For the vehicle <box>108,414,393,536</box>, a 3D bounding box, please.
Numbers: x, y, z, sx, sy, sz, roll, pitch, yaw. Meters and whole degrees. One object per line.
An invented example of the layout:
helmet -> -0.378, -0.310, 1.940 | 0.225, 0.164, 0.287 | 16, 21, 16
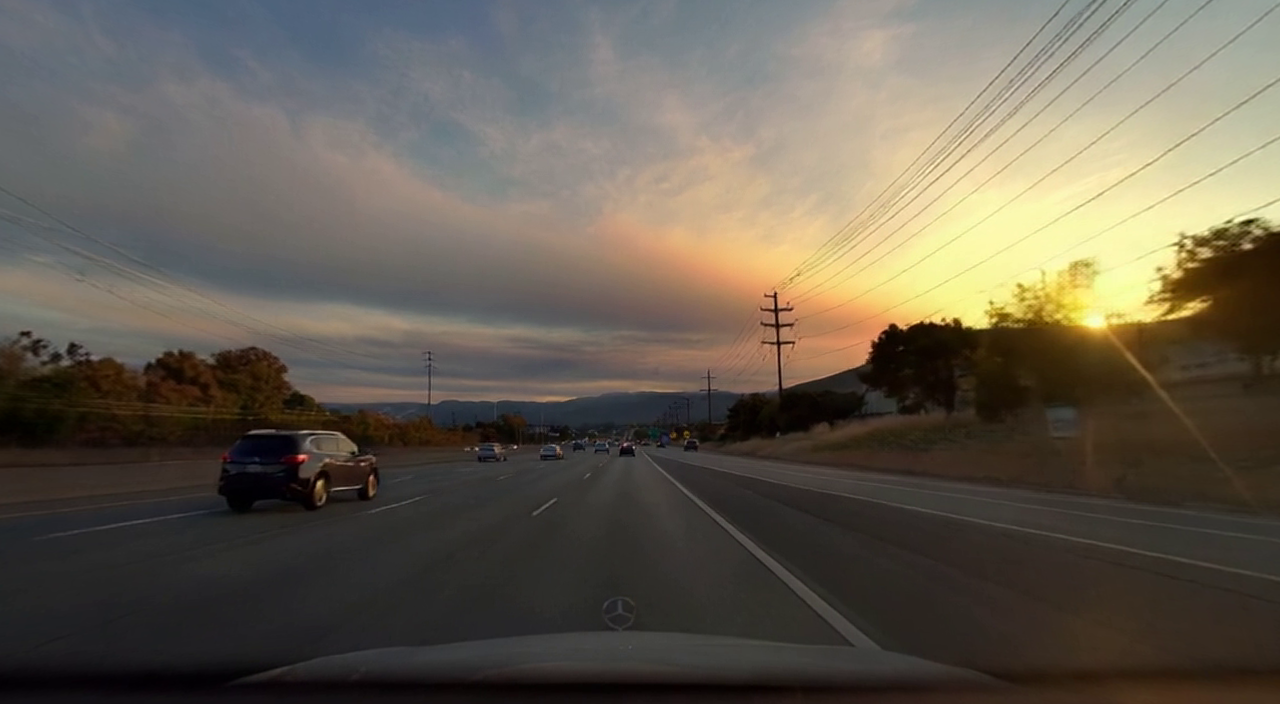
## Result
vehicle -> -6.898, 2.240, 12.211 | 2.115, 1.799, 5.444 | 0, -9, -1

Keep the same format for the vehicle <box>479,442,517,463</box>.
vehicle -> -10.796, 7.694, 48.377 | 1.887, 1.473, 4.352 | 0, -9, 0
